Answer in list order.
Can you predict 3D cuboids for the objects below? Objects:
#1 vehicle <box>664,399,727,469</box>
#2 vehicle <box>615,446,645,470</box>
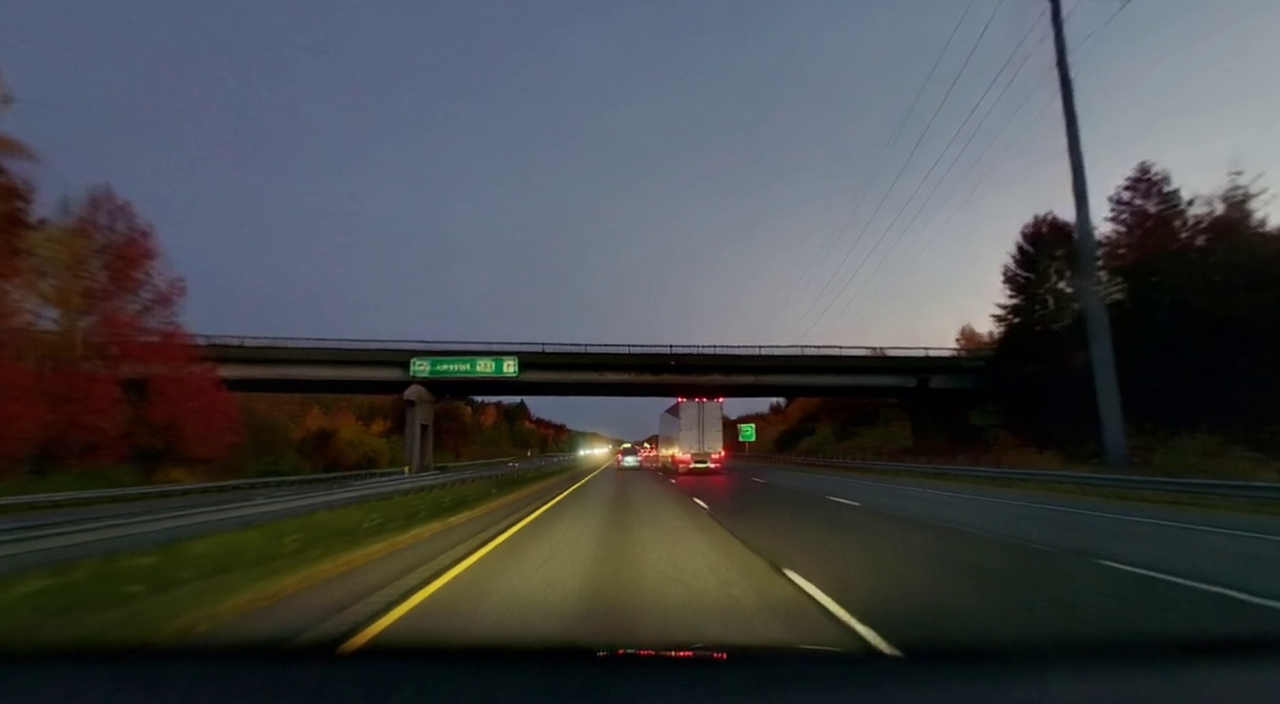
[{"bbox_3d":[3.664,6.112,45.538,2.956,4.281,14.327,0,-9,-1],"label":"vehicle"},{"bbox_3d":[-0.672,7.063,41.925,1.961,1.454,3.755,0,-9,-1],"label":"vehicle"}]
